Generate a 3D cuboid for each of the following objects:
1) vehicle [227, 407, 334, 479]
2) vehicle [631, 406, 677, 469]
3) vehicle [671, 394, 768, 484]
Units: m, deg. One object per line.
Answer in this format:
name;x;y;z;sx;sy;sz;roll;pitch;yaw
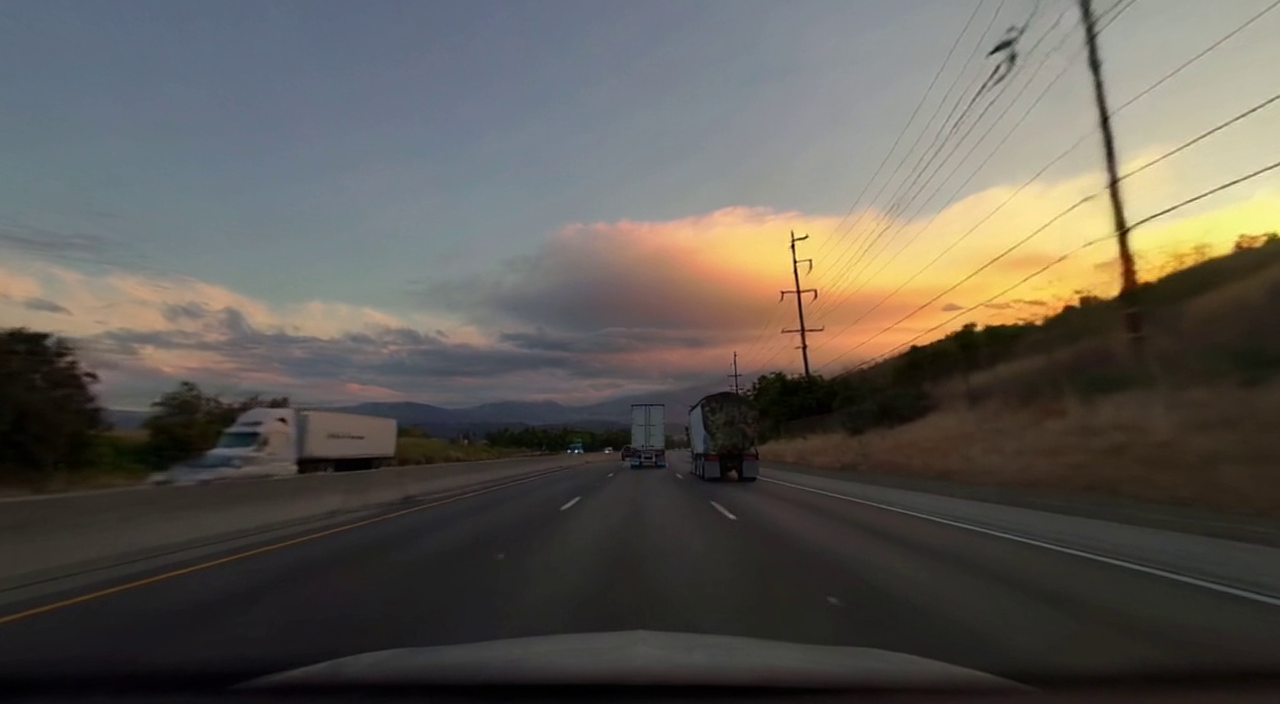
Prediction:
vehicle;-20.078;5.149;35.611;2.943;3.764;4.981;0;-9;0
vehicle;0.790;6.624;47.880;2.997;4.076;13.224;0;-9;-1
vehicle;3.197;3.961;28.196;2.938;3.378;8.820;0;-9;-2
